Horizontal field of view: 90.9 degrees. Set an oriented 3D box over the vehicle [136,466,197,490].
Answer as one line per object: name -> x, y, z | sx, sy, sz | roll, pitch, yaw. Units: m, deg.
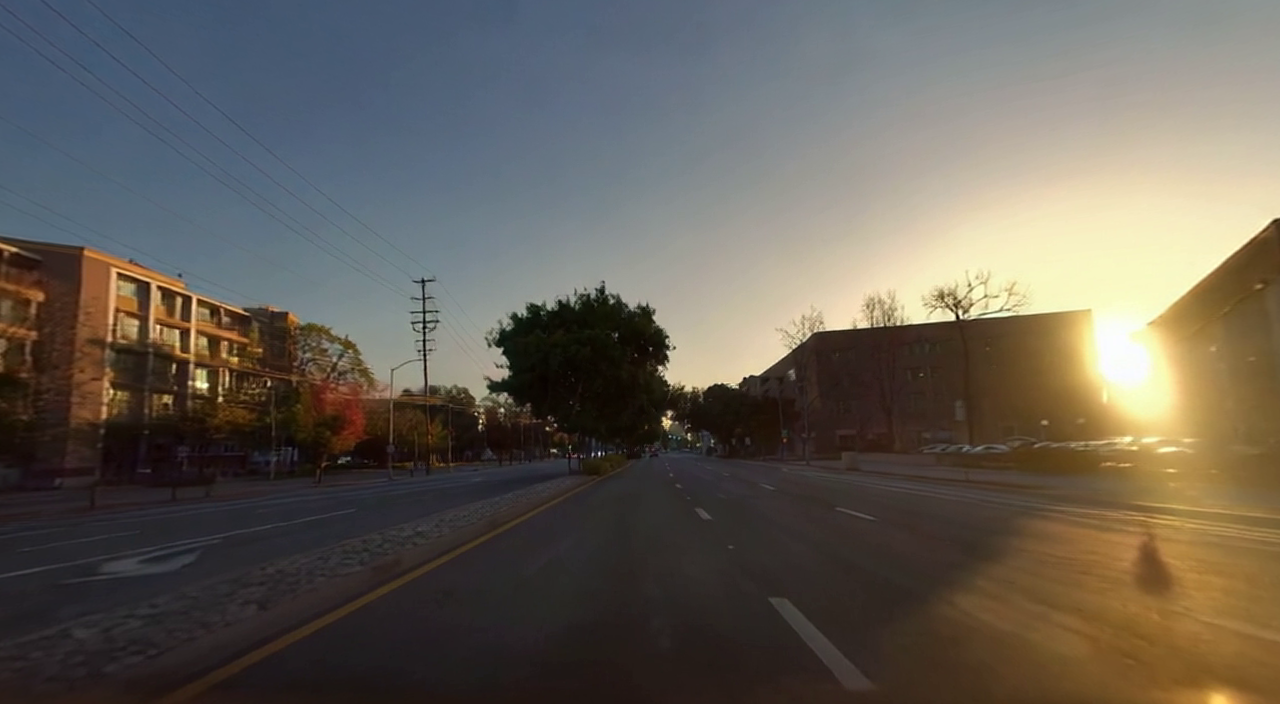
vehicle -> -36.852, 9.806, 49.185 | 1.736, 1.540, 3.854 | 1, -7, 0
